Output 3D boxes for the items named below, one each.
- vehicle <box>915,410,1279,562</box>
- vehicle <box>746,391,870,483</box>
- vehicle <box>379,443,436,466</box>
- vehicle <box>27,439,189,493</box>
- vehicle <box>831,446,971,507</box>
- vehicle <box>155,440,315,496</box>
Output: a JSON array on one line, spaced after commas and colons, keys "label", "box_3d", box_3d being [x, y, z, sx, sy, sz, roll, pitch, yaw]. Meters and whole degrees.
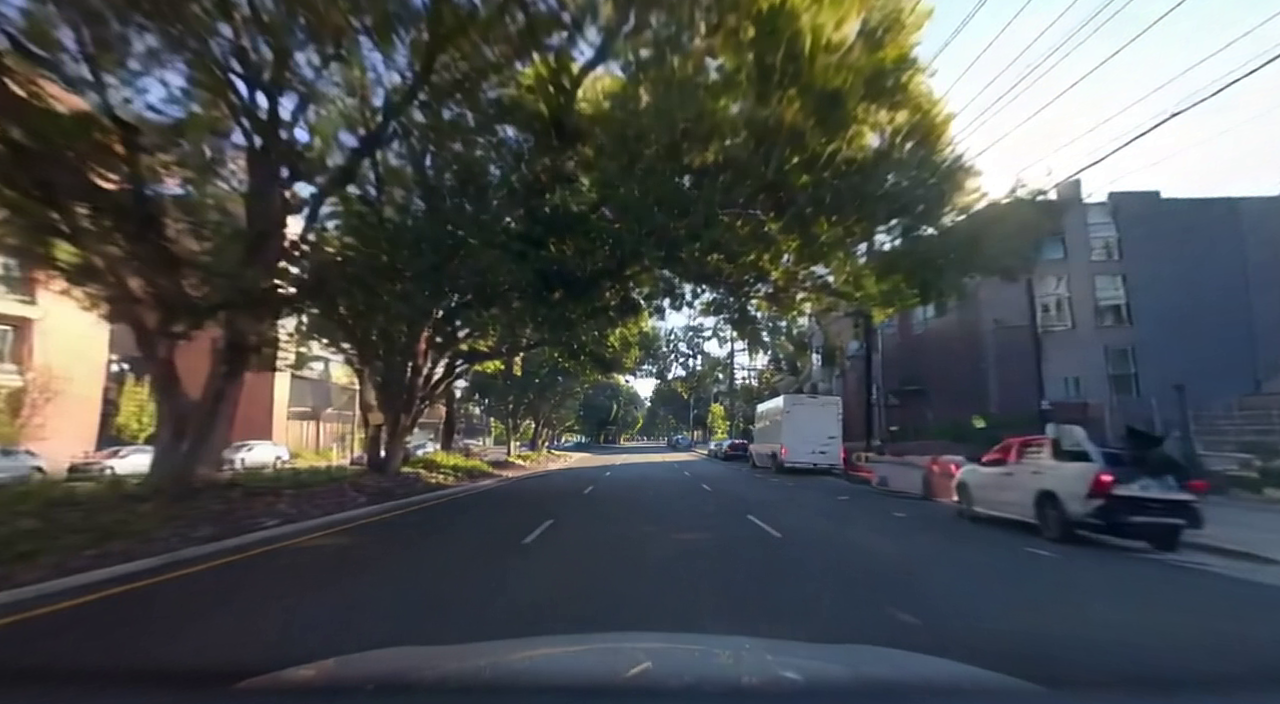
[{"label": "vehicle", "box_3d": [6.926, 2.045, 10.481, 2.258, 1.845, 5.381, 0, -8, 0]}, {"label": "vehicle", "box_3d": [6.921, 3.803, 27.655, 2.761, 3.342, 8.958, 0, -9, -1]}, {"label": "vehicle", "box_3d": [-15.094, 6.663, 41.143, 1.863, 1.440, 4.771, 0, -8, 1]}, {"label": "vehicle", "box_3d": [-22.164, 4.844, 26.645, 2.327, 2.006, 5.039, -1, -11, 1]}, {"label": "vehicle", "box_3d": [6.805, 3.254, 17.050, 1.762, 1.414, 4.540, 0, -8, -1]}, {"label": "vehicle", "box_3d": [-12.029, 3.440, 19.155, 1.853, 1.498, 4.465, 0, -8, 0]}]
